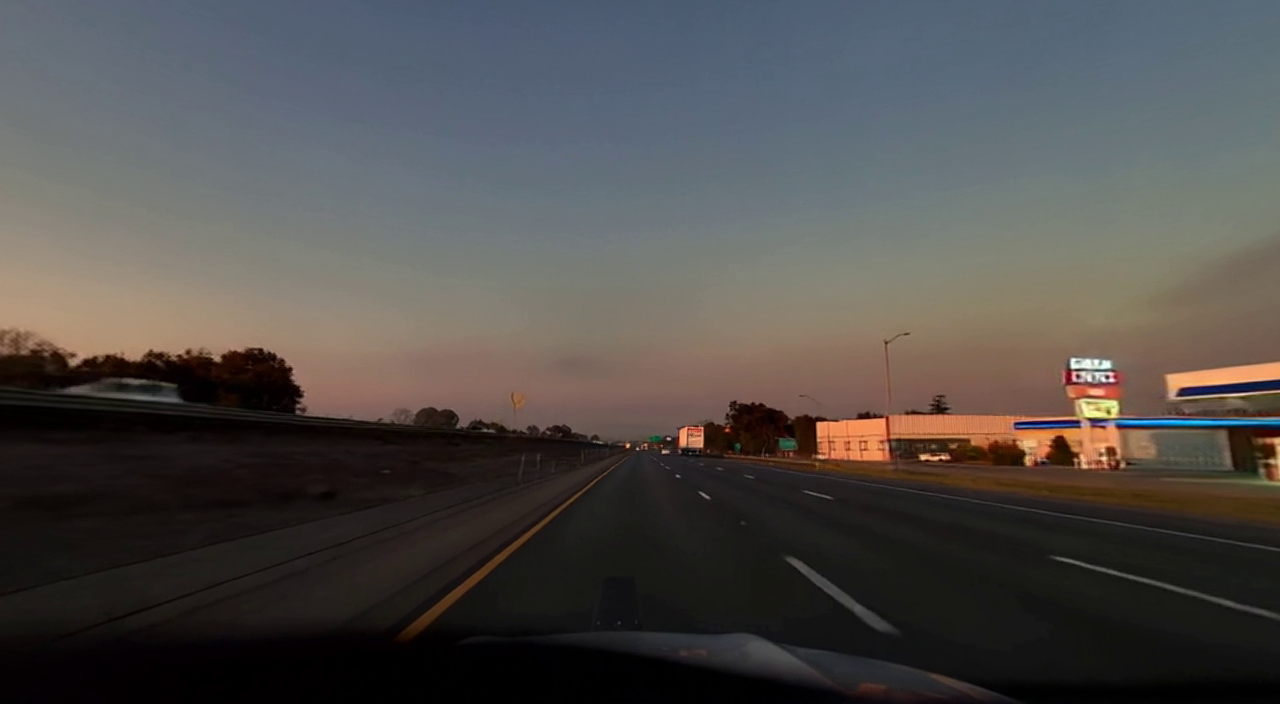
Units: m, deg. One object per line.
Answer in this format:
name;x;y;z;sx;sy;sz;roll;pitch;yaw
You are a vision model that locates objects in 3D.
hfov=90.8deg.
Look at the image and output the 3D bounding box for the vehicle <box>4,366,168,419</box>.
vehicle;-20.531;1.617;23.751;1.827;1.603;4.752;0;-8;0
